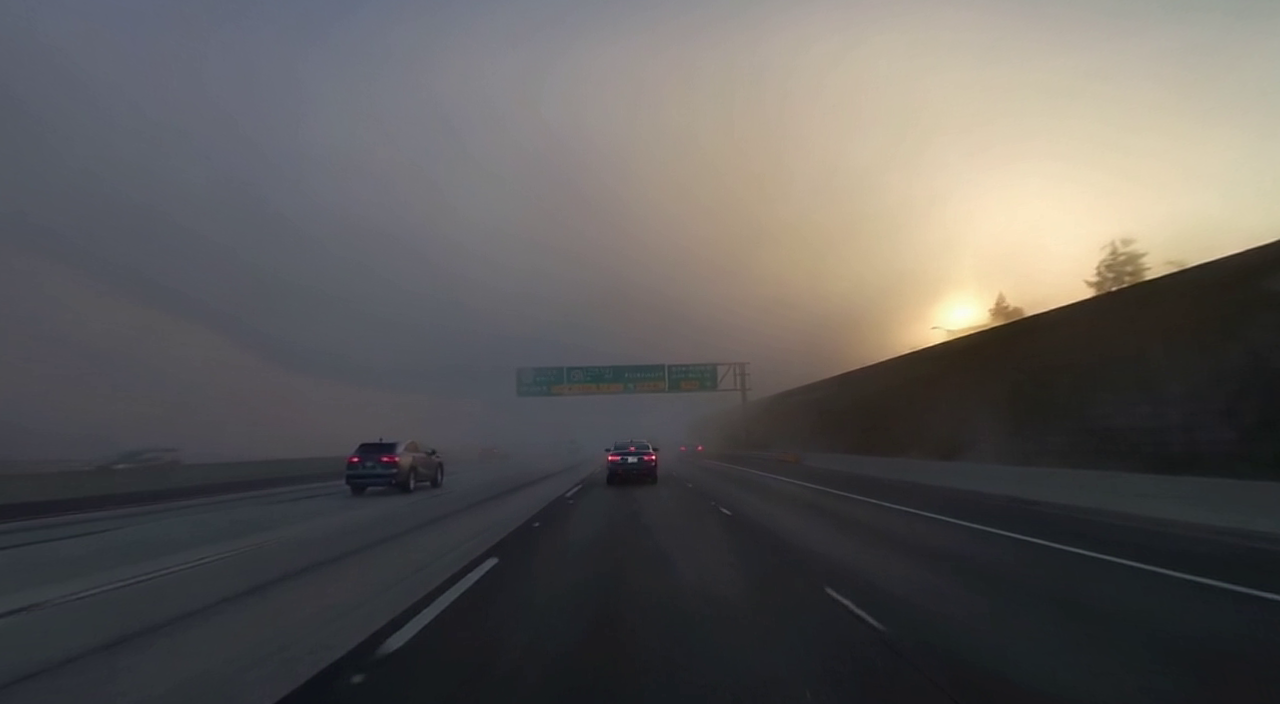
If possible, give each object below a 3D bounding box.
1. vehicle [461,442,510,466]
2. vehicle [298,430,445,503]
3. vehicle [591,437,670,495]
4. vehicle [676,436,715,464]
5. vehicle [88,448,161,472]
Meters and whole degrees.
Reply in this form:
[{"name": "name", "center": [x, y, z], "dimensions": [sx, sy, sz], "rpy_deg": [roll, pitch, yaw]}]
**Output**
[{"name": "vehicle", "center": [-10.518, 6.971, 43.366], "dimensions": [2.019, 1.510, 4.992], "rpy_deg": [0, -8, 1]}, {"name": "vehicle", "center": [-6.910, 2.988, 16.837], "dimensions": [2.060, 1.669, 4.242], "rpy_deg": [0, -8, 0]}, {"name": "vehicle", "center": [-0.259, 3.249, 18.397], "dimensions": [2.042, 1.446, 4.269], "rpy_deg": [0, -8, 0]}, {"name": "vehicle", "center": [3.615, 6.473, 41.853], "dimensions": [2.100, 1.707, 4.342], "rpy_deg": [0, -8, -2]}, {"name": "vehicle", "center": [-32.673, 6.832, 40.083], "dimensions": [1.606, 1.402, 3.428], "rpy_deg": [-1, -8, 2]}]
